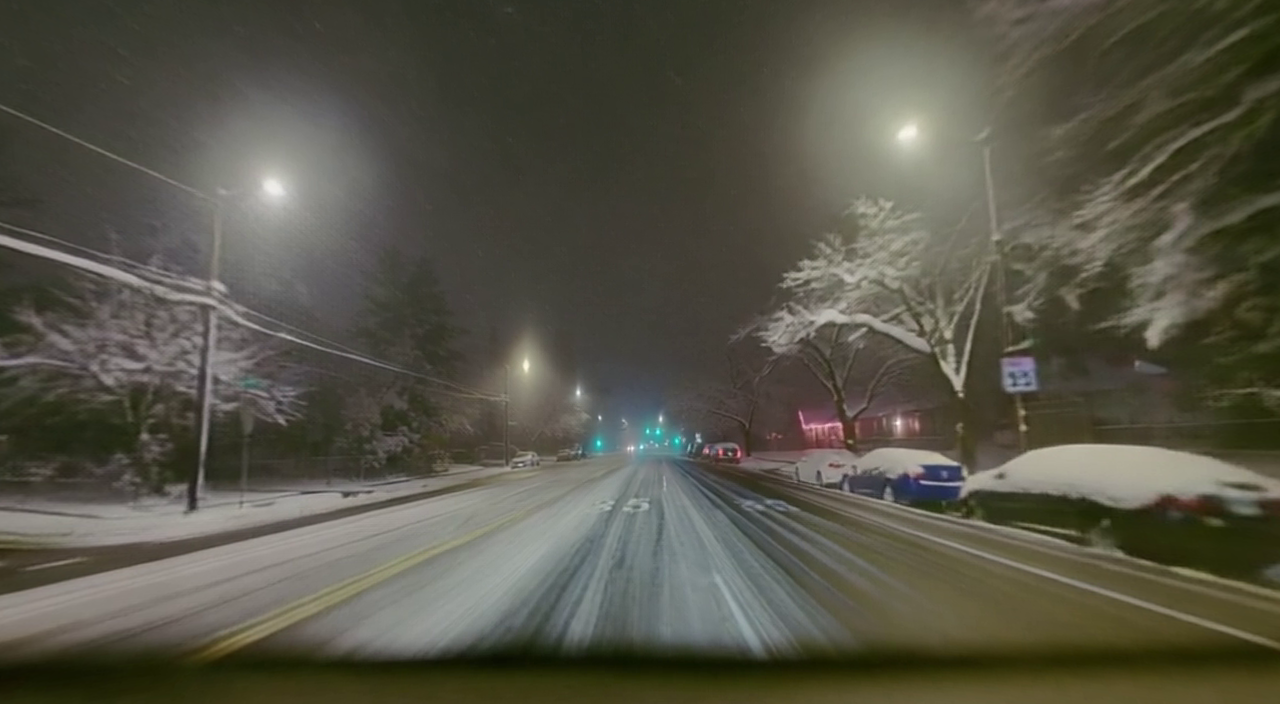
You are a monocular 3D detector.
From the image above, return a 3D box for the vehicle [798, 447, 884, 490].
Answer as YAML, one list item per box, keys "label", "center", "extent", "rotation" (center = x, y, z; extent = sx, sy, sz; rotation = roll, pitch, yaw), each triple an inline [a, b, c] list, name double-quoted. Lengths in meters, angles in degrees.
- label: "vehicle"
  center: [7.253, 4.218, 23.270]
  extent: [1.854, 1.425, 4.316]
  rotation: [-1, -9, 2]

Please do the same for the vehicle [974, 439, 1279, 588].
- label: "vehicle"
  center: [6.893, 1.991, 8.789]
  extent: [1.940, 1.481, 4.650]
  rotation: [0, -9, 0]

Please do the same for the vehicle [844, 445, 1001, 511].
- label: "vehicle"
  center: [7.051, 3.168, 16.423]
  extent: [2.001, 1.454, 4.494]
  rotation: [0, -9, 0]
